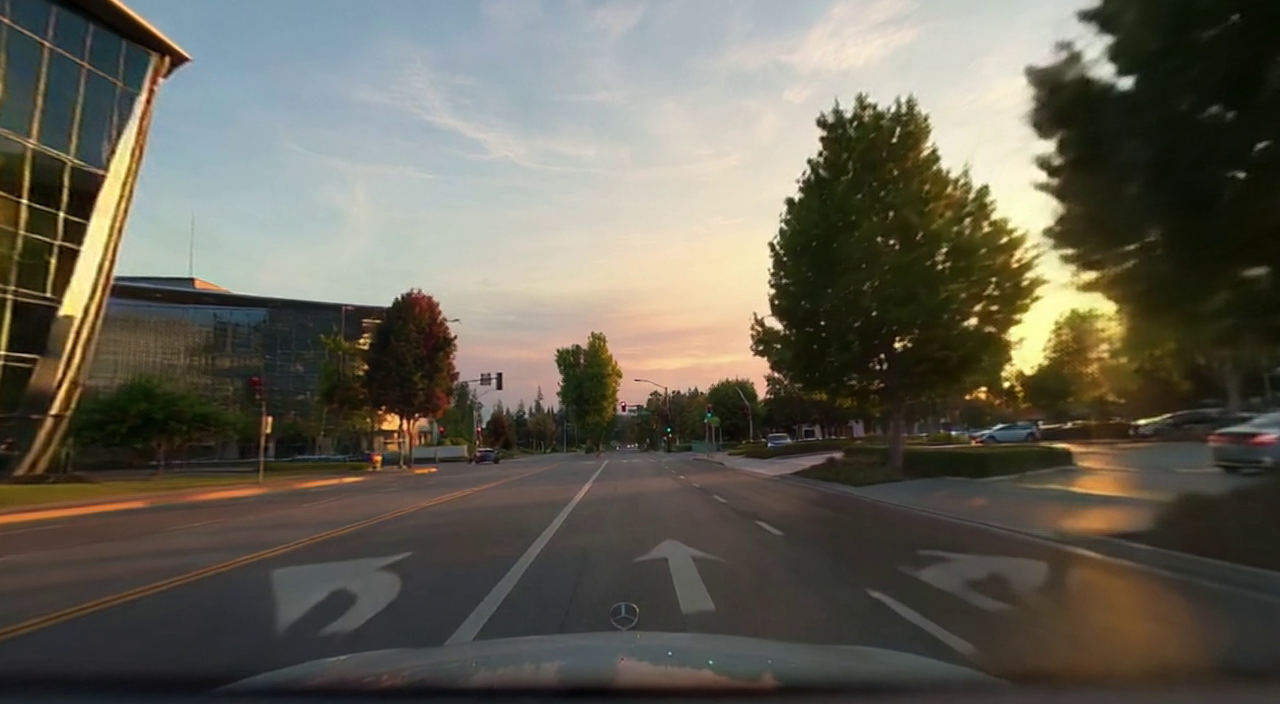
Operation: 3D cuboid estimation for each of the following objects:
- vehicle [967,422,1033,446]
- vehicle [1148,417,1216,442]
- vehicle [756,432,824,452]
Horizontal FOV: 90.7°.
[{"bbox_3d":[24.225,5.588,42.739,1.859,1.453,4.076,0,-9,-2],"label":"vehicle"},{"bbox_3d":[36.917,5.269,43.204,1.675,1.498,3.589,1,-4,3],"label":"vehicle"},{"bbox_3d":[11.575,6.958,49.067,4.670,1.476,2.042,0,-8,-1],"label":"vehicle"}]
